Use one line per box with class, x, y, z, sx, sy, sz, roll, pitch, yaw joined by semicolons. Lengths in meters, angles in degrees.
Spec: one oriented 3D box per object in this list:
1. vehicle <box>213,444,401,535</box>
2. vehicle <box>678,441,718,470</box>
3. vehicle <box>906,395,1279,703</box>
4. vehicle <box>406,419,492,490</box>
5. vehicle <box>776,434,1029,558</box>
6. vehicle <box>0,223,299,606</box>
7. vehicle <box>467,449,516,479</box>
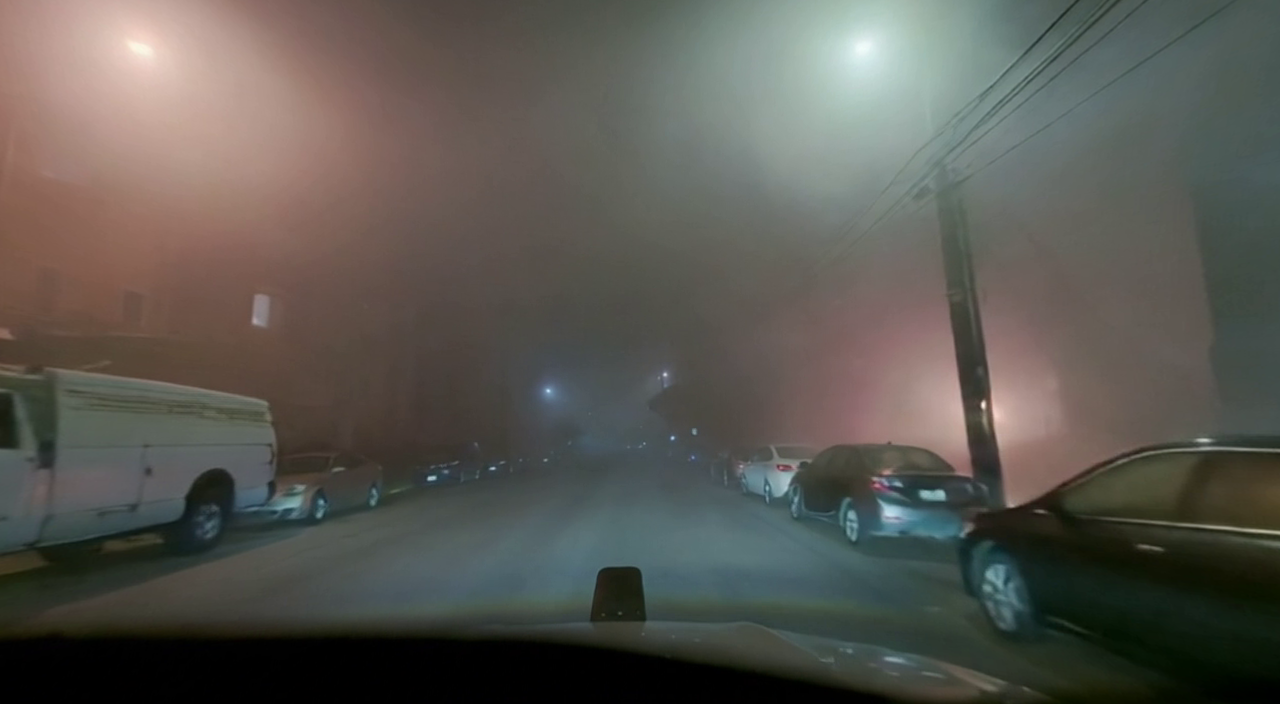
vehicle;-7.272;2.968;14.443;1.894;1.585;4.514;-3;-8;0
vehicle;3.537;6.403;39.342;2.095;1.694;4.592;0;-8;1
vehicle;3.377;1.035;2.959;2.057;1.554;4.905;0;-9;-1
vehicle;-7.172;3.885;24.182;1.889;2.463;4.142;0;-9;1
vehicle;3.801;2.169;10.367;2.022;1.521;4.933;0;-9;0
vehicle;-7.484;0.894;7.653;2.901;3.610;6.707;-3;-9;1
vehicle;-7.819;5.903;33.577;1.873;1.437;4.068;-1;-8;-4
